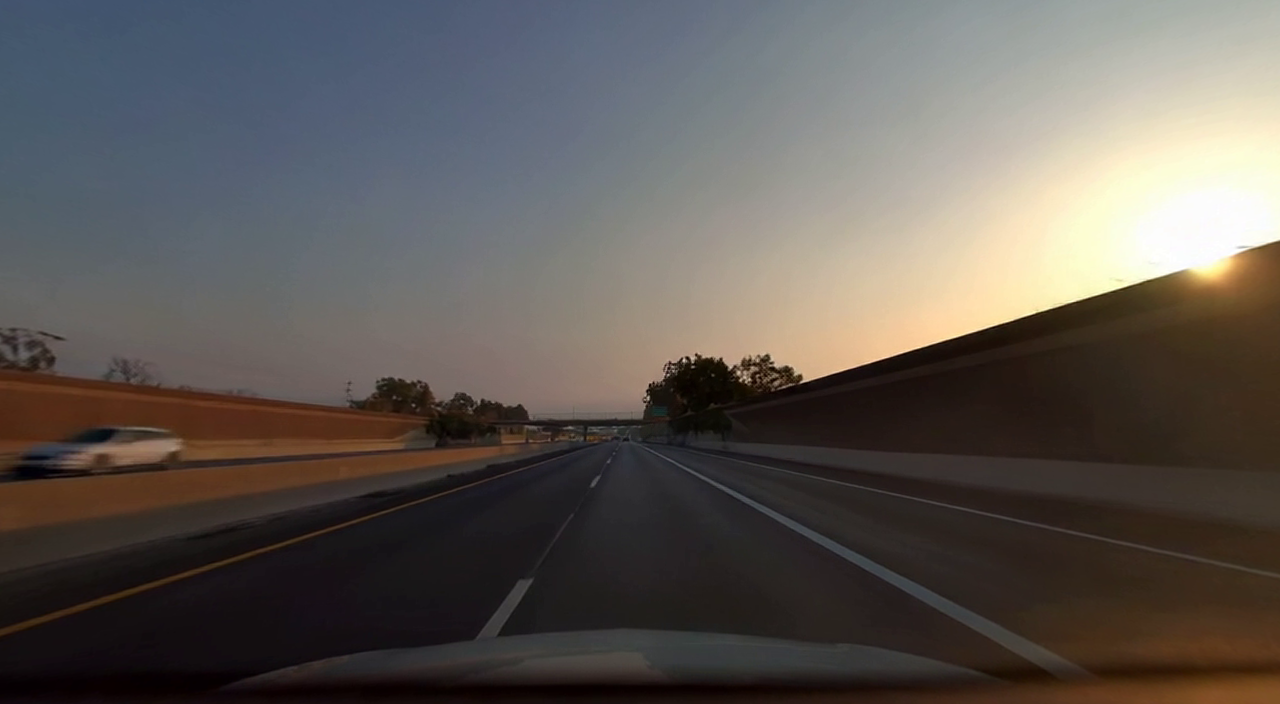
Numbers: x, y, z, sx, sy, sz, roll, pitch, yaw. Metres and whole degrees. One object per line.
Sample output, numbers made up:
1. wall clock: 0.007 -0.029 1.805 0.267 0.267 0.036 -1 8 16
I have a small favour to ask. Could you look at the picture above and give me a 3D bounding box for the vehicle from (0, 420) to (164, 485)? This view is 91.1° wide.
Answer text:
1. vehicle: -15.091 2.591 16.586 1.817 1.483 4.157 0 -8 -1
